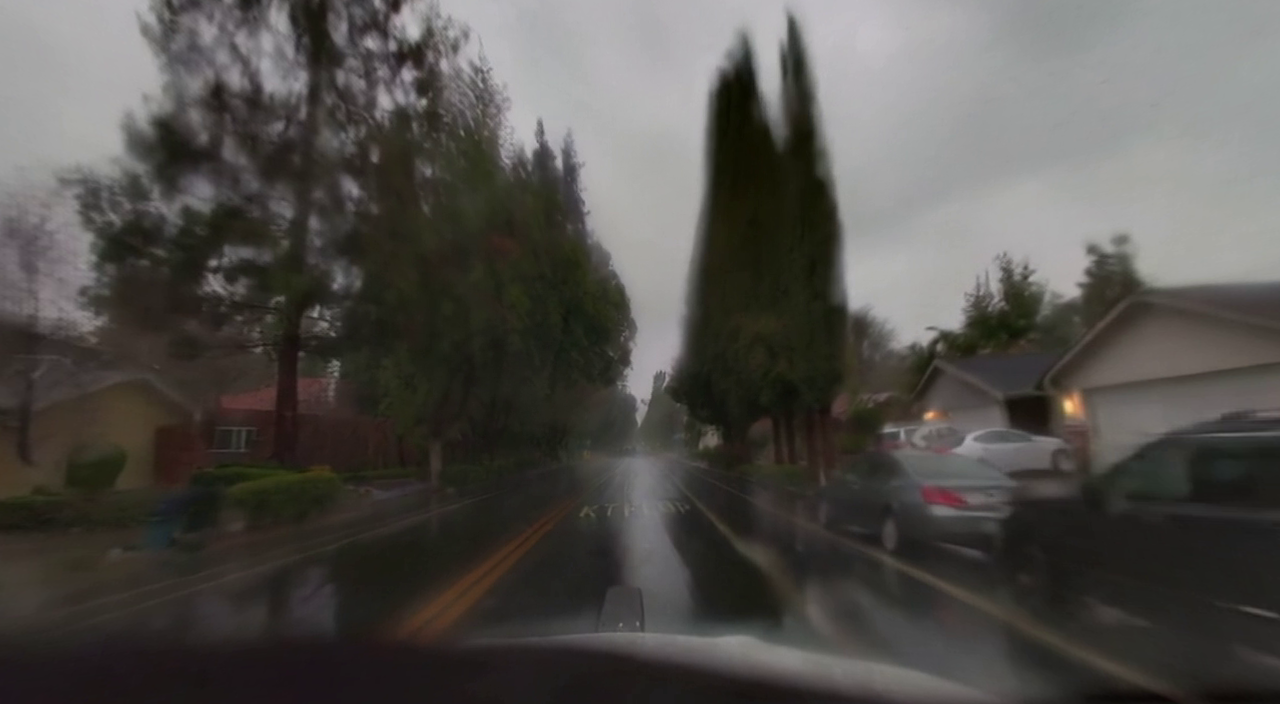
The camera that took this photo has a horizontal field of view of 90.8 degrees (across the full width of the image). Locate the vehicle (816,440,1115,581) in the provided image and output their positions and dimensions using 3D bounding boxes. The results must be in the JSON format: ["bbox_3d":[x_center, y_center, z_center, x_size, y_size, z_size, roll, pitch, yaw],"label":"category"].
[{"bbox_3d":[4.217,2.083,9.210,1.988,1.537,4.350,0,-9,-1],"label":"vehicle"}]

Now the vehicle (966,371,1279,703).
[{"bbox_3d":[4.187,1.070,3.608,2.032,1.792,4.849,0,-9,0],"label":"vehicle"}]
